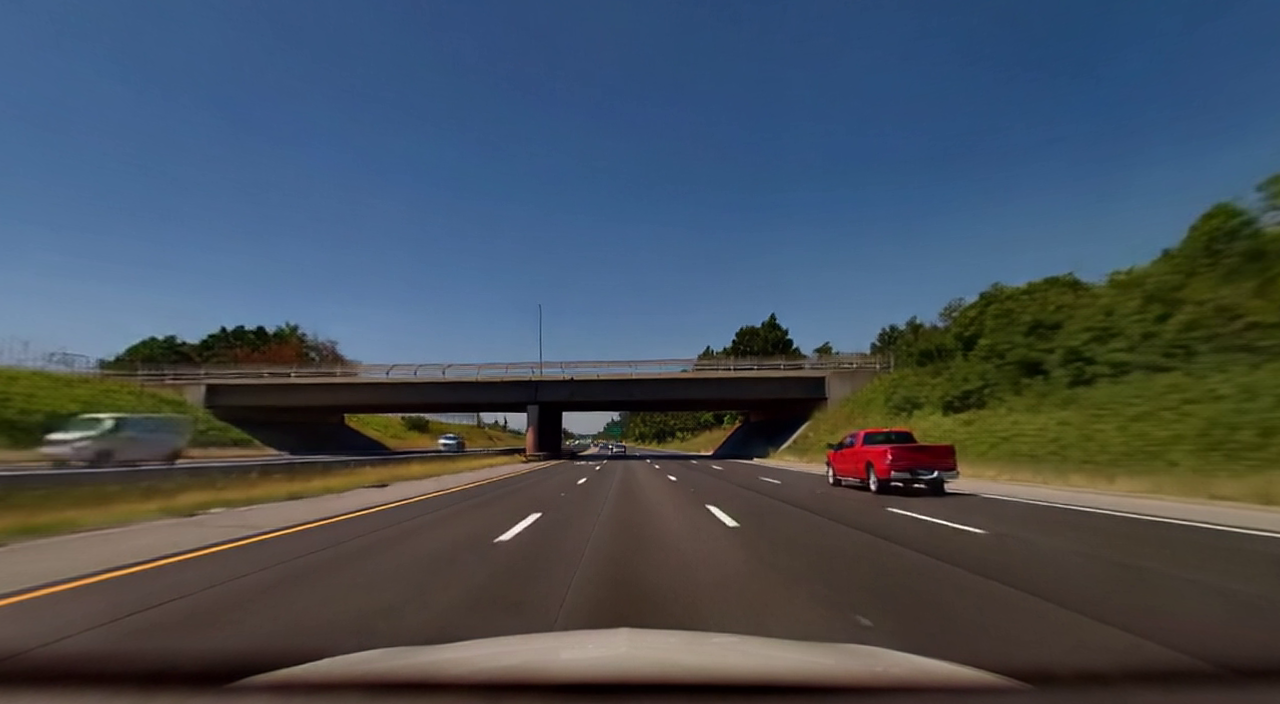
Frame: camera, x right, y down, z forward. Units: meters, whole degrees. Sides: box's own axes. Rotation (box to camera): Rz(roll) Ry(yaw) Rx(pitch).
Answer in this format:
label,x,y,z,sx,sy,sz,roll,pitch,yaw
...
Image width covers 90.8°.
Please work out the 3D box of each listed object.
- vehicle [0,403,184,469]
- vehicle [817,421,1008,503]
label,x,y,z,sx,sy,sz,roll,pitch,yaw
vehicle,-19.540,3.048,22.590,2.201,2.062,5.745,0,-9,-1
vehicle,7.030,2.939,17.363,2.395,1.819,6.086,0,-9,-2
